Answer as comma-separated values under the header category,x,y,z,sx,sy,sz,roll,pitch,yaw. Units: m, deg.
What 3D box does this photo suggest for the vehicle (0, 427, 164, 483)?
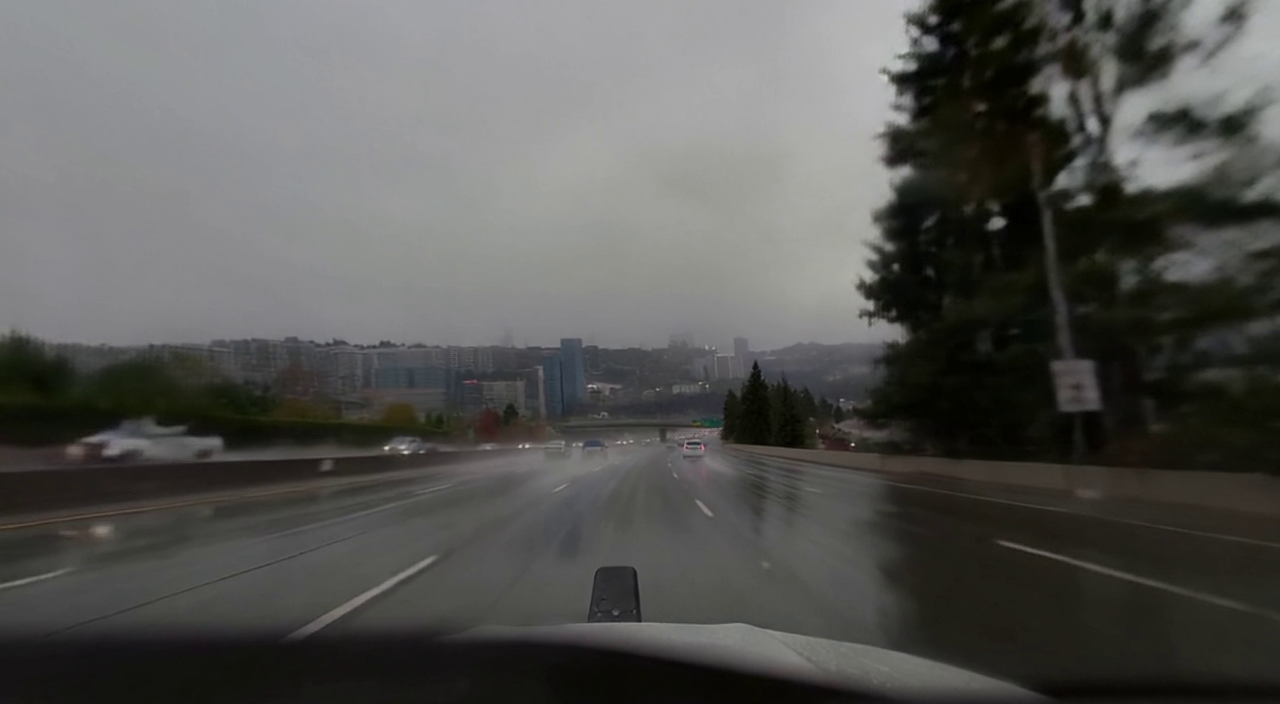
category,x,y,z,sx,sy,sz,roll,pitch,yaw
vehicle,-23.749,4.332,26.939,2.257,2.096,5.778,0,-8,1

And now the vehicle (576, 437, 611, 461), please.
category,x,y,z,sx,sy,sz,roll,pitch,yaw
vehicle,-3.473,7.385,48.143,2.179,1.693,4.204,0,-8,2

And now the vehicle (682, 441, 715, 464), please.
category,x,y,z,sx,sy,sz,roll,pitch,yaw
vehicle,4.060,7.030,44.345,1.967,1.475,4.080,0,-8,1
